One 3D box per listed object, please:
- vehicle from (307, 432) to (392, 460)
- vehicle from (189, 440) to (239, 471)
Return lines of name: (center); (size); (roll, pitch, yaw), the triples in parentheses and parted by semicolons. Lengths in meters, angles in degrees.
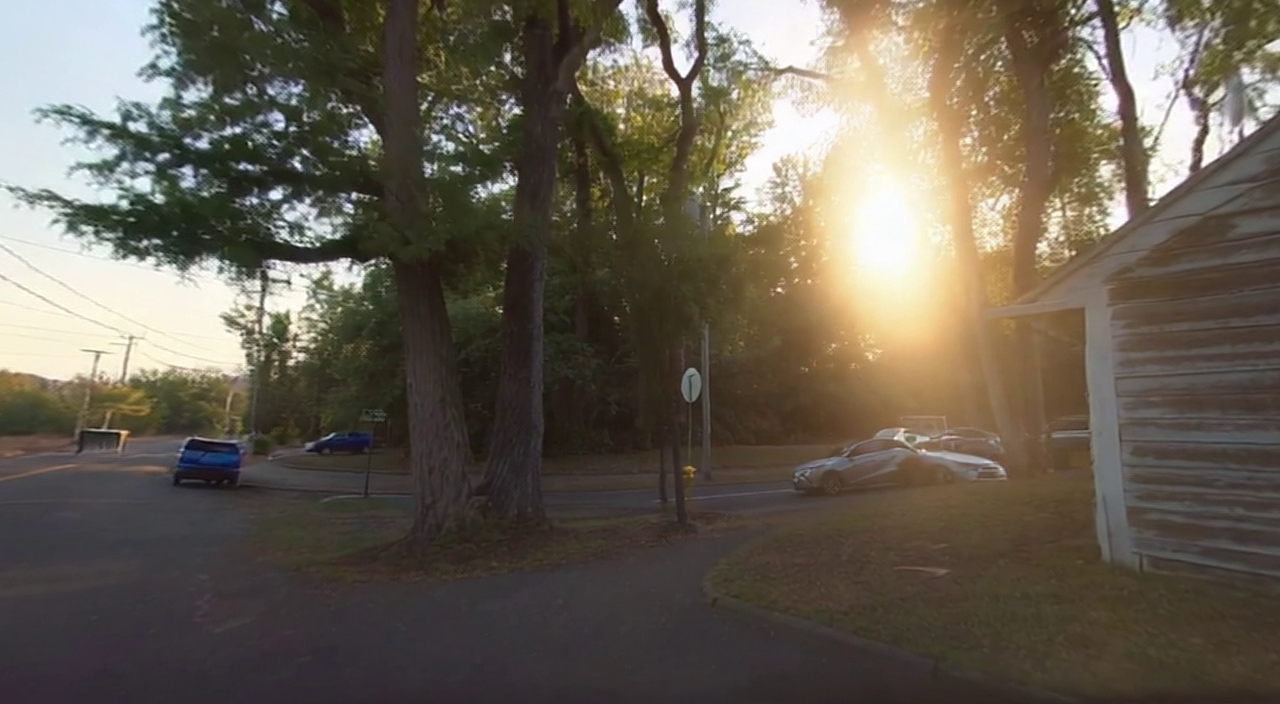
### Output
vehicle: (-19.176, 6.178, 41.732); (4.767, 1.735, 1.920); (5, -11, -34)
vehicle: (-22.267, 5.404, 33.070); (1.941, 1.460, 4.206); (5, -11, -33)
